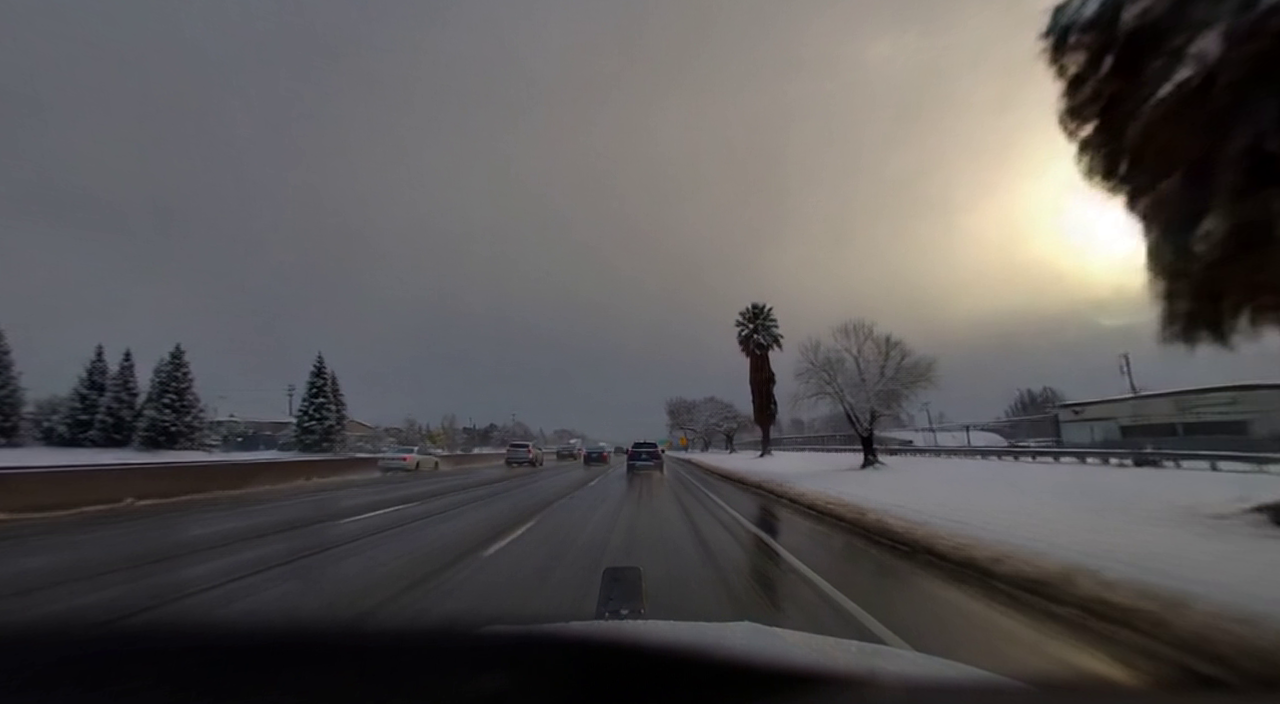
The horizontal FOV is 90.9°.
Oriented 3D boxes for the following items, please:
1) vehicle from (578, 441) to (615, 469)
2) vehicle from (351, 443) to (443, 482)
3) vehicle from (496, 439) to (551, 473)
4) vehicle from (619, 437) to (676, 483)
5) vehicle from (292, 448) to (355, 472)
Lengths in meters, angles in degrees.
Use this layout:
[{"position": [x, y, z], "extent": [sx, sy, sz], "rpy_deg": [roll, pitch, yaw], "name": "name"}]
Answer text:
[{"position": [-2.974, 7.106, 43.878], "extent": [2.108, 1.832, 4.549], "rpy_deg": [-1, -8, 2], "name": "vehicle"}, {"position": [-10.412, 4.754, 27.501], "extent": [1.910, 1.501, 5.004], "rpy_deg": [-1, -8, 2], "name": "vehicle"}, {"position": [-6.502, 5.868, 35.870], "extent": [2.105, 1.790, 4.689], "rpy_deg": [0, -8, 2], "name": "vehicle"}, {"position": [0.294, 4.289, 25.448], "extent": [2.136, 1.678, 4.052], "rpy_deg": [0, -8, 1], "name": "vehicle"}, {"position": [-21.187, 7.230, 42.437], "extent": [1.849, 1.470, 4.302], "rpy_deg": [-1, -8, 2], "name": "vehicle"}]
